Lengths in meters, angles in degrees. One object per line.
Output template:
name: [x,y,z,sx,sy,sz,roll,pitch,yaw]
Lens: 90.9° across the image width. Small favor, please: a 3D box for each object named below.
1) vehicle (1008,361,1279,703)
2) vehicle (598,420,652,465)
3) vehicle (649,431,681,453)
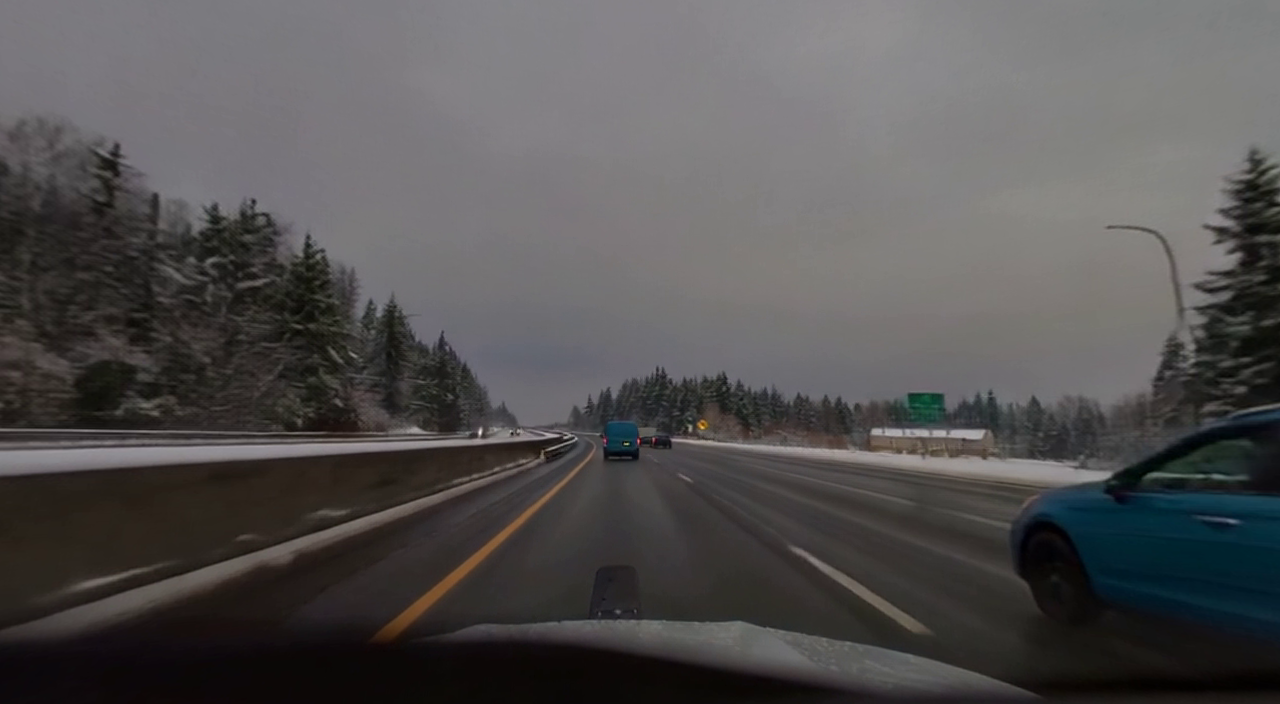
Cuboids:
vehicle: [3.566,0.796,2.180,2.078,1.600,4.012,0,-8,-1]
vehicle: [-0.793,4.421,30.799,2.403,1.994,4.683,0,-8,-3]
vehicle: [1.879,6.922,48.407,1.996,1.589,3.715,0,-8,-4]
